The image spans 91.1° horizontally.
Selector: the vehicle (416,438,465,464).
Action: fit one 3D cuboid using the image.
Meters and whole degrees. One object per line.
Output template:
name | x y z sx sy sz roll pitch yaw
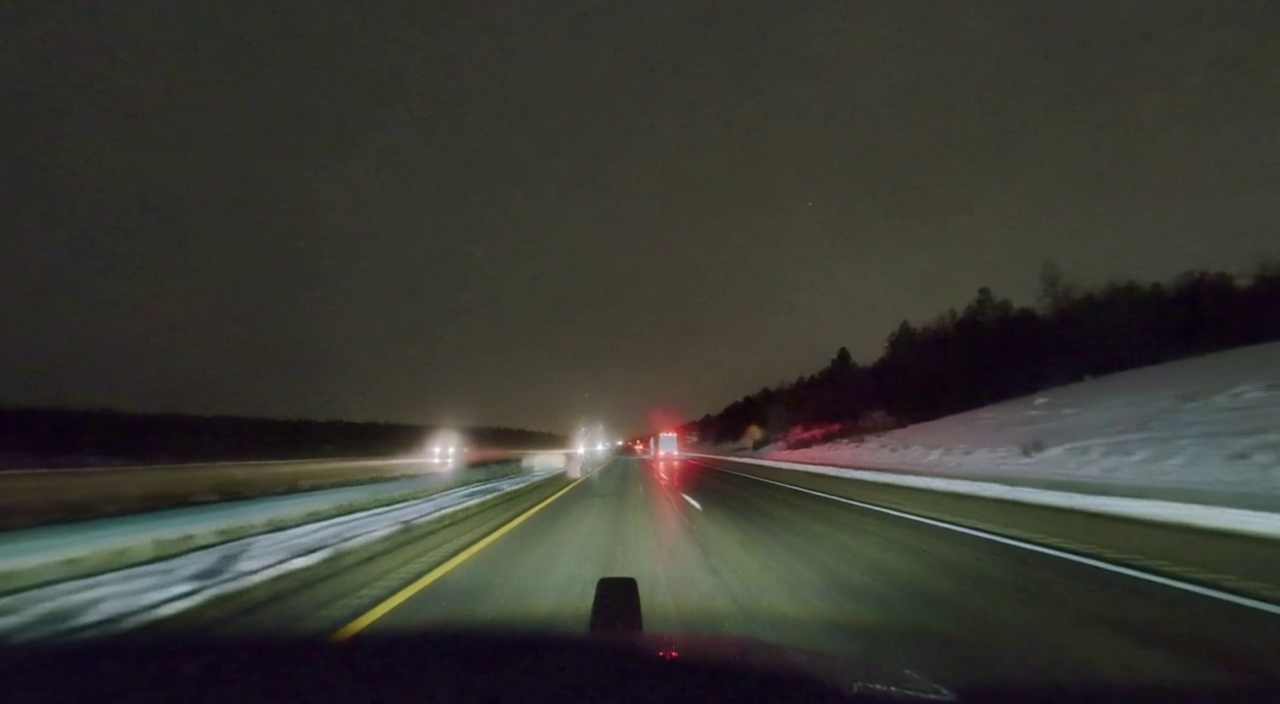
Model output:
vehicle | -13.910 6.952 44.052 2.013 1.690 4.217 0 -9 0
